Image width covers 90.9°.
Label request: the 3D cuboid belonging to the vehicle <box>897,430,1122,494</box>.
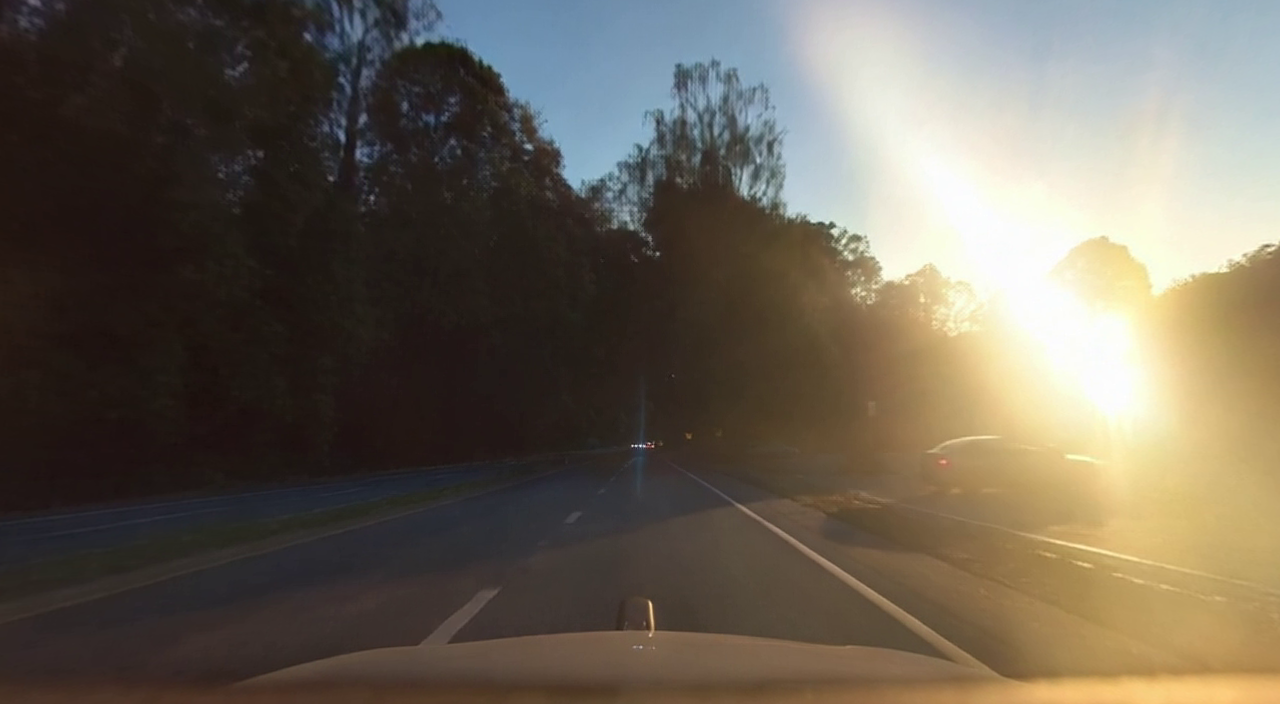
[{"bbox_3d":[10.439,3.122,18.143,5.118,1.701,2.175,0,-8,-3],"label":"vehicle"}]

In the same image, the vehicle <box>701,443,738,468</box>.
[{"bbox_3d":[5.253,6.872,42.108,1.920,1.514,4.746,0,-8,1],"label":"vehicle"}]
